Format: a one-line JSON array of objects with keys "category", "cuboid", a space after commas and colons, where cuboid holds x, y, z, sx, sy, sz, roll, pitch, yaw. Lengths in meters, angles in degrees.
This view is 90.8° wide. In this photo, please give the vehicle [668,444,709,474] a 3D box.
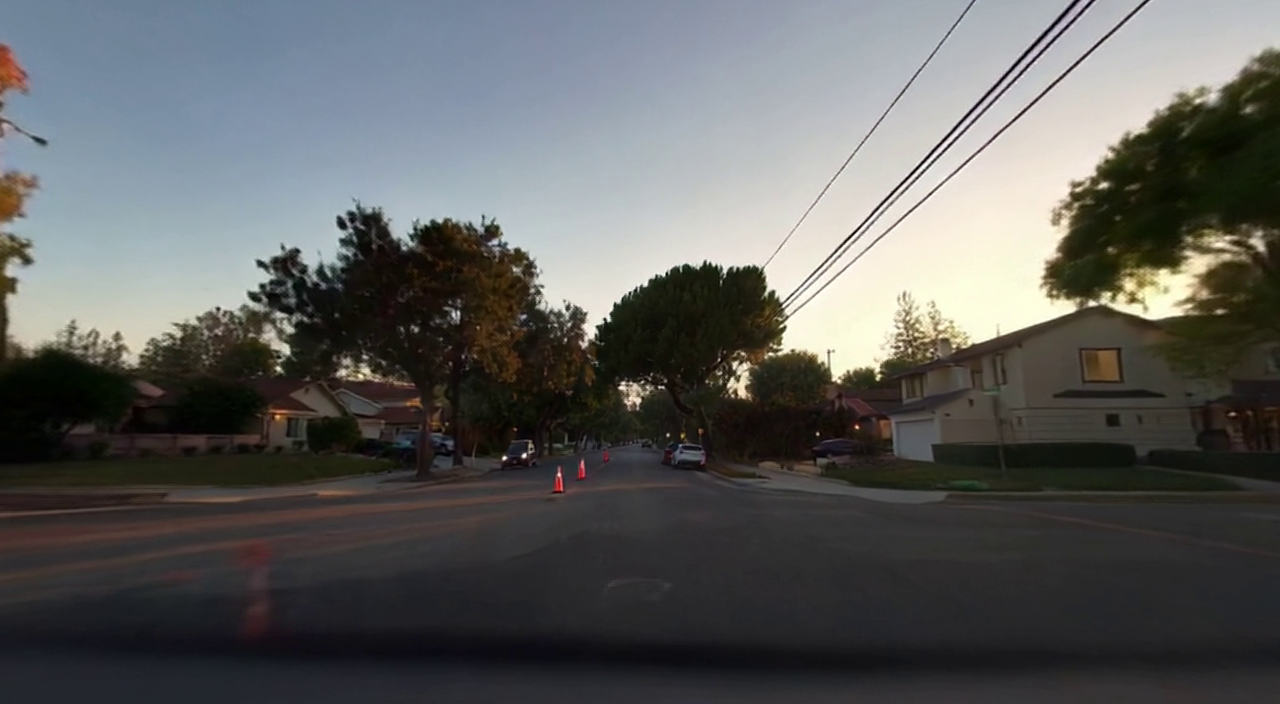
[{"category": "vehicle", "cuboid": [2.749, 6.135, 36.617, 1.896, 1.602, 4.571, 0, -8, -1]}]

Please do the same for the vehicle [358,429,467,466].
[{"category": "vehicle", "cuboid": [-15.689, 6.613, 43.881, 6.526, 2.046, 2.522, 4, -8, -2]}]

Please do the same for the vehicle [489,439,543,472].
[{"category": "vehicle", "cuboid": [-7.580, 6.370, 39.074, 2.266, 1.877, 5.167, 0, -9, 0]}]
